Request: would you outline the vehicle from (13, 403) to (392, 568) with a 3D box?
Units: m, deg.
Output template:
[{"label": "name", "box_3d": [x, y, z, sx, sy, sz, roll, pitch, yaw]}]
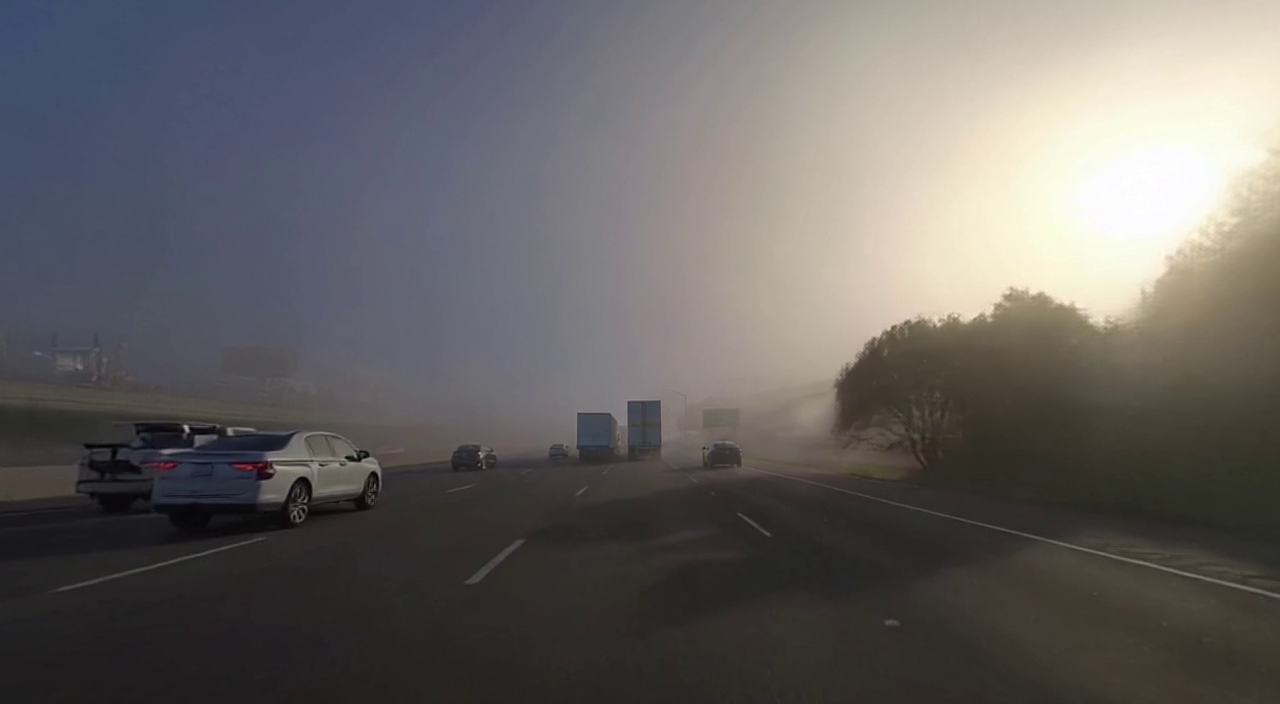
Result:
[{"label": "vehicle", "box_3d": [-5.587, 1.754, 9.037, 2.122, 1.754, 4.379, 0, -9, 2]}]

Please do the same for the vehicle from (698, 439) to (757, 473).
[{"label": "vehicle", "box_3d": [3.925, 4.755, 29.048, 2.006, 1.452, 4.246, 0, -9, -1]}]

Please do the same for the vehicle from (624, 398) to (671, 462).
[{"label": "vehicle", "box_3d": [0.442, 5.807, 45.895, 2.969, 4.104, 10.906, 0, -9, 0]}]

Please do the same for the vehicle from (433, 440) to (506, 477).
[{"label": "vehicle", "box_3d": [-7.378, 4.655, 27.843, 1.891, 1.460, 4.506, 0, -8, 1]}]
